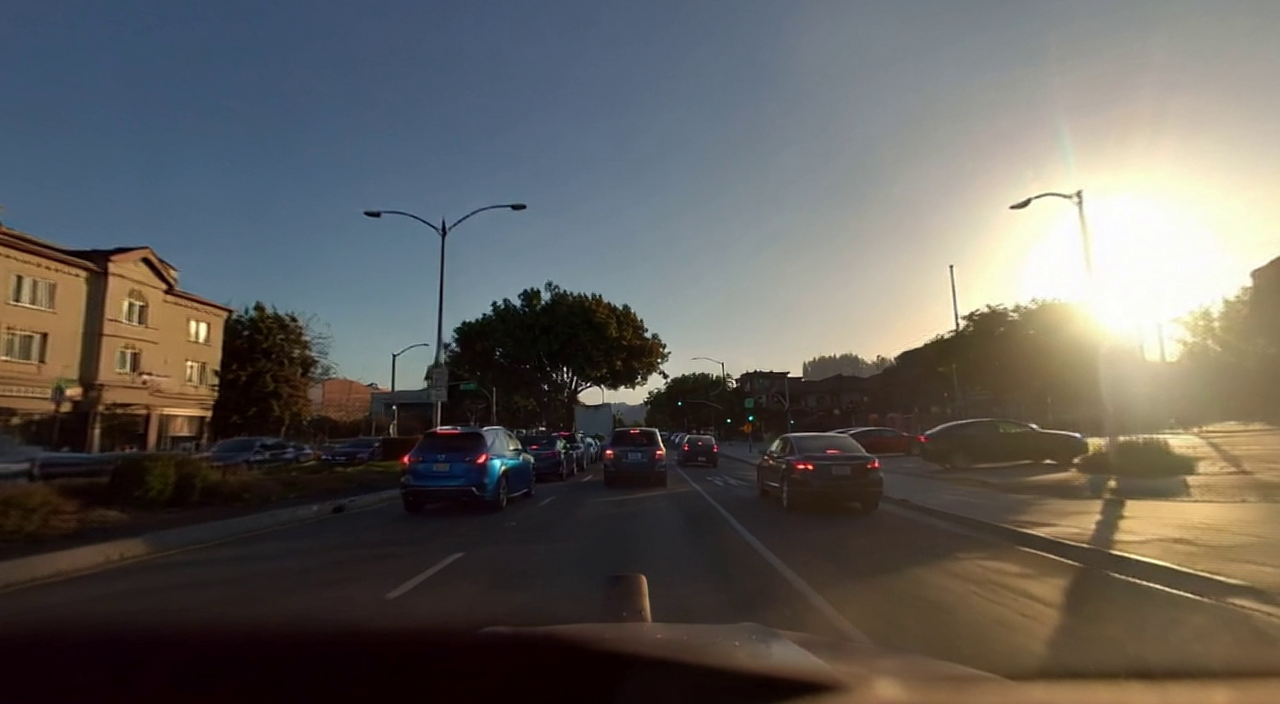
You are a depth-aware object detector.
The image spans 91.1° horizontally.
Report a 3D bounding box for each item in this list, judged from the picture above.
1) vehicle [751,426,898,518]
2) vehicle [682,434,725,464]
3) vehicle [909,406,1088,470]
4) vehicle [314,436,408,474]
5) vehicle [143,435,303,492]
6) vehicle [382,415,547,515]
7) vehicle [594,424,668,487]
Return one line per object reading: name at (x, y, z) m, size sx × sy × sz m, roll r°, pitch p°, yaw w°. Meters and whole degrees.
vehicle at (3.489, 2.337, 12.699) m, size 1.847 × 1.554 × 3.885 m, roll 0°, pitch -8°, yaw 1°
vehicle at (3.378, 5.282, 34.282) m, size 1.948 × 1.475 × 4.093 m, roll 0°, pitch -8°, yaw 0°
vehicle at (12.443, 3.037, 22.047) m, size 4.991 × 1.978 × 2.090 m, roll -8°, pitch -11°, yaw 42°
vehicle at (-12.171, 4.527, 27.774) m, size 1.924 × 1.511 × 4.640 m, roll 0°, pitch -8°, yaw 1°
vehicle at (-12.360, 3.313, 19.023) m, size 1.843 × 1.509 × 4.301 m, roll 0°, pitch -8°, yaw 1°
vehicle at (-3.392, 2.288, 13.160) m, size 2.047 × 1.710 × 4.314 m, roll 0°, pitch -8°, yaw 2°
vehicle at (-0.198, 3.137, 19.283) m, size 2.022 × 1.700 × 4.084 m, roll 0°, pitch -8°, yaw 1°
